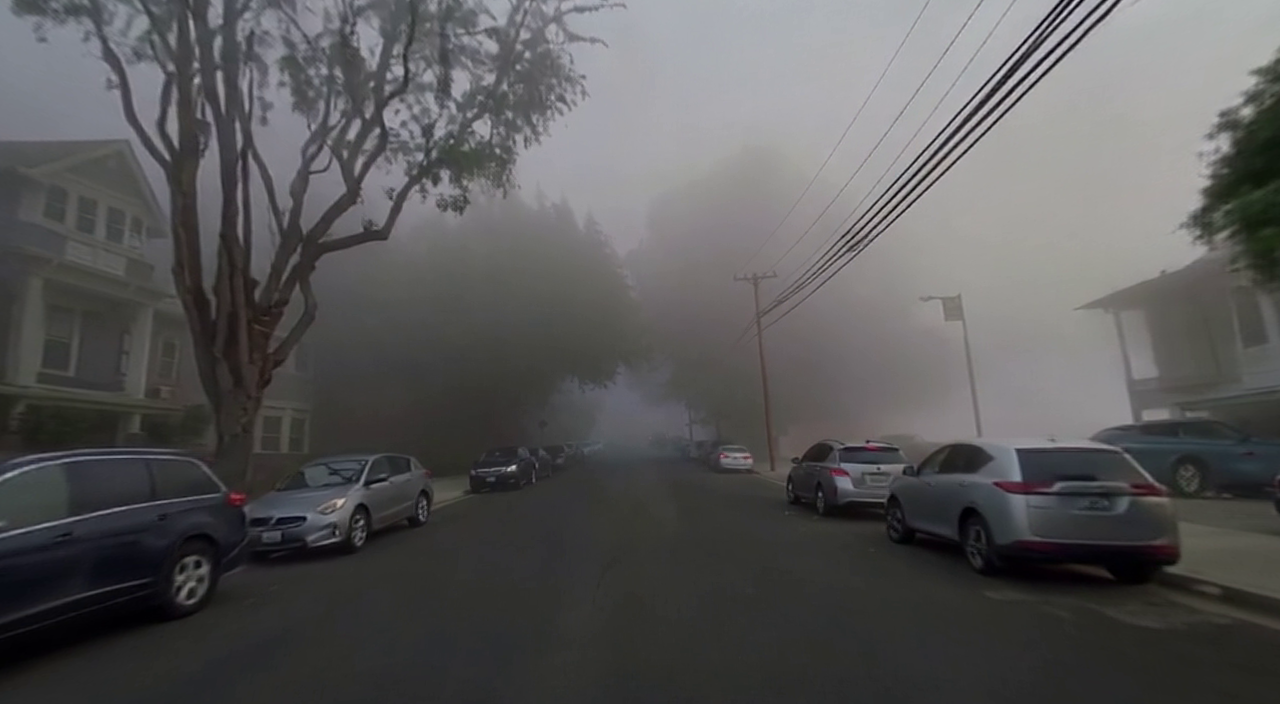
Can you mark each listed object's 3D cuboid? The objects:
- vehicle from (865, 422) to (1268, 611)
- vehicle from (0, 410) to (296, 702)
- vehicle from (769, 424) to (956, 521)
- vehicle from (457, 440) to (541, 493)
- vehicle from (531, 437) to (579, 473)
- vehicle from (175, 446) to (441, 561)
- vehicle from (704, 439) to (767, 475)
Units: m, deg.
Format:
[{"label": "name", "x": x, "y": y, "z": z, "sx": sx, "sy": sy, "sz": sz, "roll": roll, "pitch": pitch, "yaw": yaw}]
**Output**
[{"label": "vehicle", "x": 4.420, "y": 1.710, "z": 7.584, "sx": 1.864, "sy": 1.592, "sz": 4.221, "roll": 0, "pitch": -8, "yaw": 0}, {"label": "vehicle", "x": -5.110, "y": 1.373, "z": 4.699, "sx": 2.360, "sy": 1.772, "sz": 4.907, "roll": 0, "pitch": -8, "yaw": 0}, {"label": "vehicle", "x": 4.189, "y": 2.512, "z": 12.948, "sx": 2.057, "sy": 1.511, "sz": 4.858, "roll": -2, "pitch": -12, "yaw": 1}, {"label": "vehicle", "x": -5.013, "y": 4.097, "z": 23.138, "sx": 2.032, "sy": 1.716, "sz": 4.382, "roll": 0, "pitch": -8, "yaw": 0}, {"label": "vehicle", "x": -5.168, "y": 6.298, "z": 39.066, "sx": 2.184, "sy": 1.958, "sz": 5.757, "roll": -2, "pitch": -8, "yaw": 0}, {"label": "vehicle", "x": -5.211, "y": 2.390, "z": 10.855, "sx": 2.109, "sy": 1.501, "sz": 4.522, "roll": 0, "pitch": -8, "yaw": 0}, {"label": "vehicle", "x": 4.368, "y": 4.873, "z": 29.664, "sx": 2.174, "sy": 1.504, "sz": 4.809, "roll": 0, "pitch": -8, "yaw": 0}]
